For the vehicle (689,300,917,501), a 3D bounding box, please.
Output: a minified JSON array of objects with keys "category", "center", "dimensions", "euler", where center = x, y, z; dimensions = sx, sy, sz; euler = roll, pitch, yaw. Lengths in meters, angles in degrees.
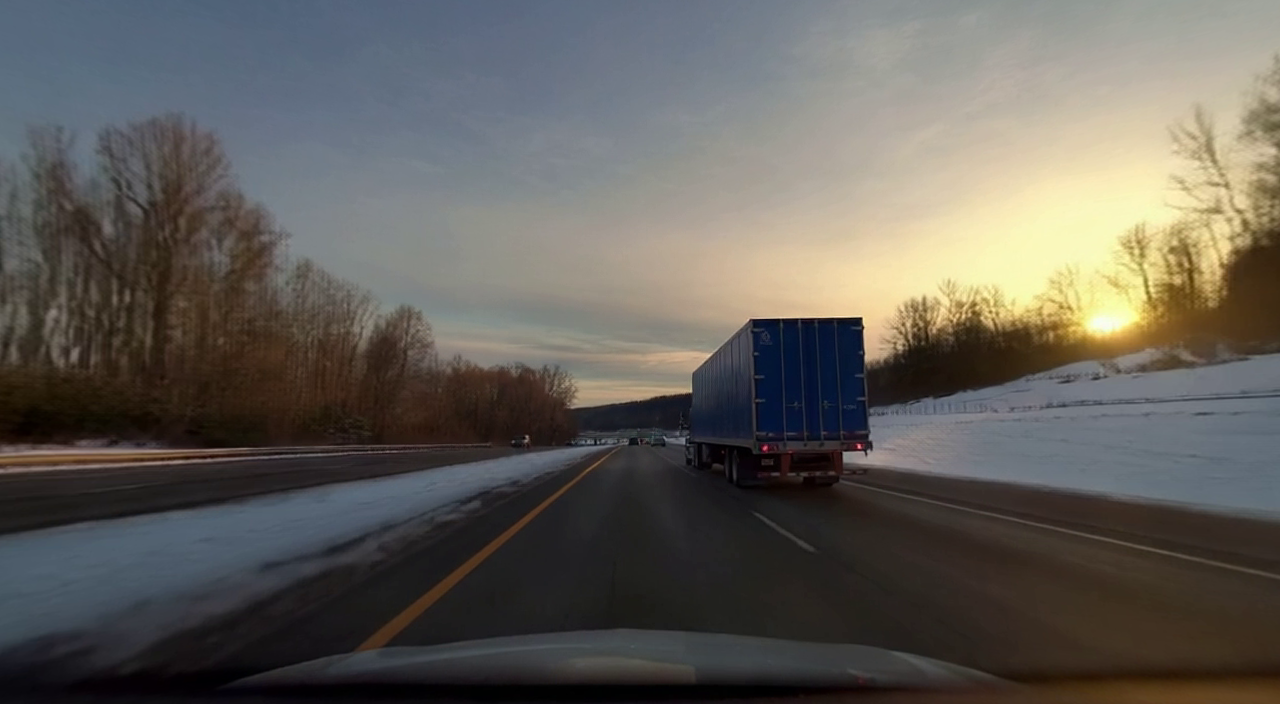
[{"category":"vehicle","center":[4.094,2.159,21.910],"dimensions":[3.203,4.273,17.131],"euler":[0,-8,-1]}]
